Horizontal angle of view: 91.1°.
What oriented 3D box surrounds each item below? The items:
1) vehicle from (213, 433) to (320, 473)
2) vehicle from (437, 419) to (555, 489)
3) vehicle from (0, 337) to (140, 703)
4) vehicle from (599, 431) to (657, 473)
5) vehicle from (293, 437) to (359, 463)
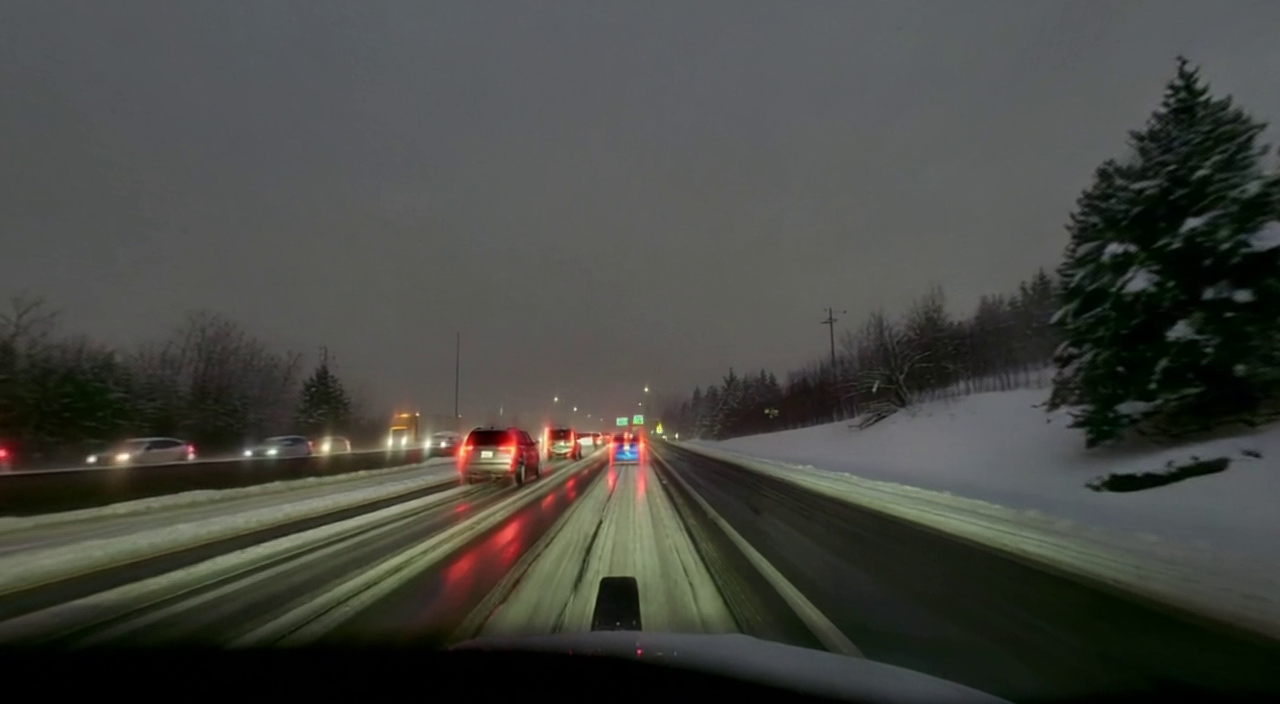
[{"bbox_3d":[-15.512,4.201,26.392,1.982,1.516,4.137,0,-8,0],"label":"vehicle"},{"bbox_3d":[-3.839,2.813,17.717,2.154,1.690,4.595,0,-8,1],"label":"vehicle"},{"bbox_3d":[-3.788,0.600,1.207,2.107,1.703,4.274,0,-8,0],"label":"vehicle"},{"bbox_3d":[-0.444,3.841,24.441,2.070,1.452,3.834,0,-8,0],"label":"vehicle"},{"bbox_3d":[-19.721,6.166,39.731,1.851,1.499,4.500,0,-8,0],"label":"vehicle"}]
